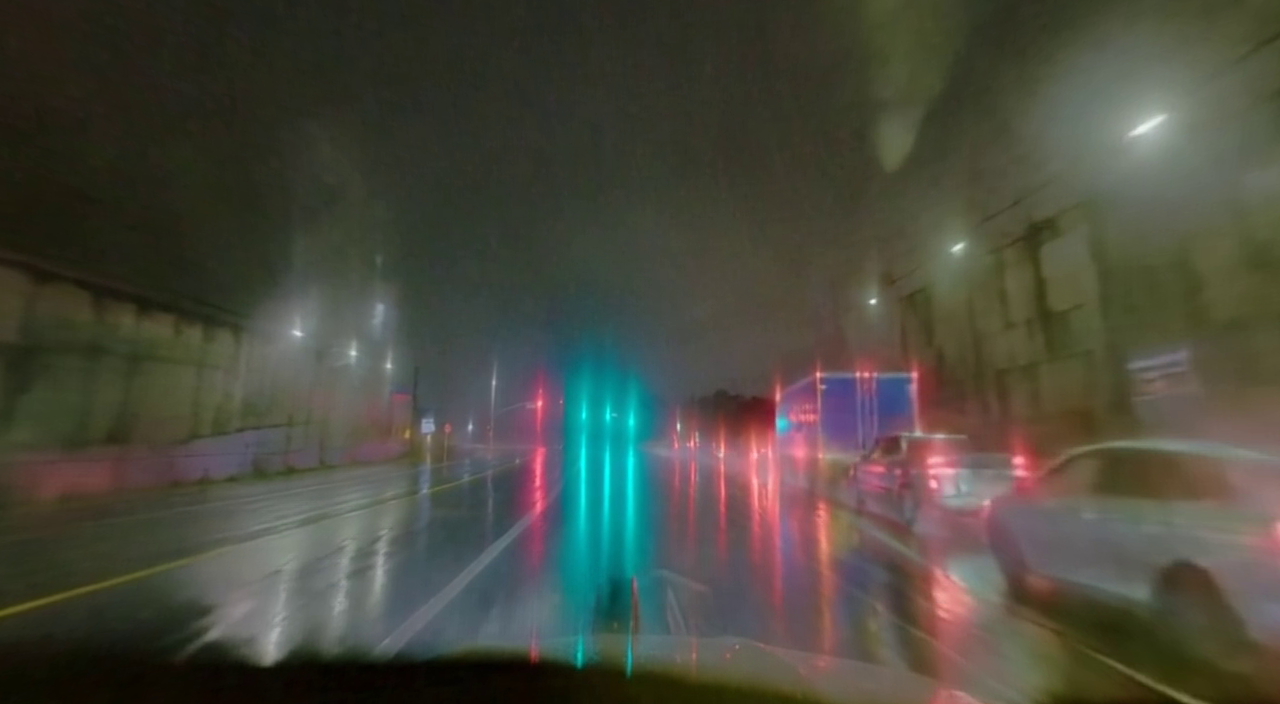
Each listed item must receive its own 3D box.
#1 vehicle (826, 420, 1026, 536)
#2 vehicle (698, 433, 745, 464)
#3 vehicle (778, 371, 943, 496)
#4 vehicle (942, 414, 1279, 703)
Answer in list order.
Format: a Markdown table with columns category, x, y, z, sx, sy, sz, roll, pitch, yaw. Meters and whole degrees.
| category | x | y | z | sx | sy | sz | roll | pitch | yaw |
| --- | --- | --- | --- | --- | --- | --- | --- | --- | --- |
| vehicle | 4.794 | 2.144 | 11.358 | 1.926 | 1.650 | 4.315 | -1 | -8 | 6 |
| vehicle | 4.741 | 5.679 | 37.190 | 1.917 | 1.748 | 4.003 | 0 | -8 | -5 |
| vehicle | 6.181 | 2.530 | 19.247 | 2.625 | 2.975 | 8.237 | -1 | -8 | 4 |
| vehicle | 3.903 | 1.255 | 4.451 | 1.947 | 1.475 | 3.962 | -1 | -8 | 7 |
